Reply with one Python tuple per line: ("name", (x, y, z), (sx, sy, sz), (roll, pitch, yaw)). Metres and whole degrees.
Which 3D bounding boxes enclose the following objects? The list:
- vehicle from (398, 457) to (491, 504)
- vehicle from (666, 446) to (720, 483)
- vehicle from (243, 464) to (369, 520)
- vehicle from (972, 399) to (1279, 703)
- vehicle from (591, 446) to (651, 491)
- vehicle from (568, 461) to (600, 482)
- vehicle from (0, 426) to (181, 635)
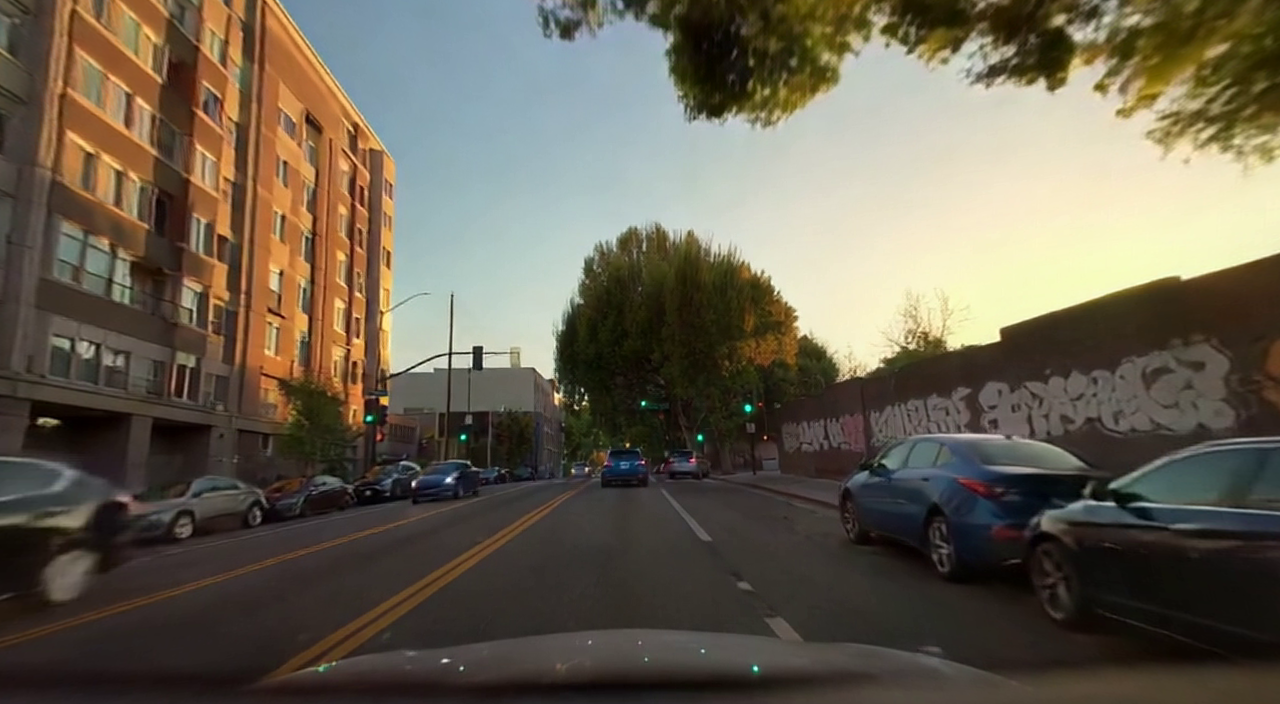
("vehicle", (-6.820, 4.511, 22.593), (2.040, 1.402, 4.237), (0, -8, -1))
("vehicle", (2.834, 5.810, 32.976), (2.207, 1.761, 4.292), (-2, -9, 13))
("vehicle", (-11.203, 4.692, 21.648), (1.931, 1.499, 4.645), (-2, -8, -2))
("vehicle", (4.137, 1.135, 3.499), (2.032, 1.687, 4.374), (0, -8, -3))
("vehicle", (-0.713, 4.547, 25.058), (2.166, 1.579, 4.300), (0, -8, -1))
("vehicle", (-4.319, 9.312, 49.492), (2.095, 1.447, 4.202), (0, -8, 0))
("vehicle", (-6.473, 1.493, 5.172), (2.147, 1.747, 4.409), (0, -8, -1))
